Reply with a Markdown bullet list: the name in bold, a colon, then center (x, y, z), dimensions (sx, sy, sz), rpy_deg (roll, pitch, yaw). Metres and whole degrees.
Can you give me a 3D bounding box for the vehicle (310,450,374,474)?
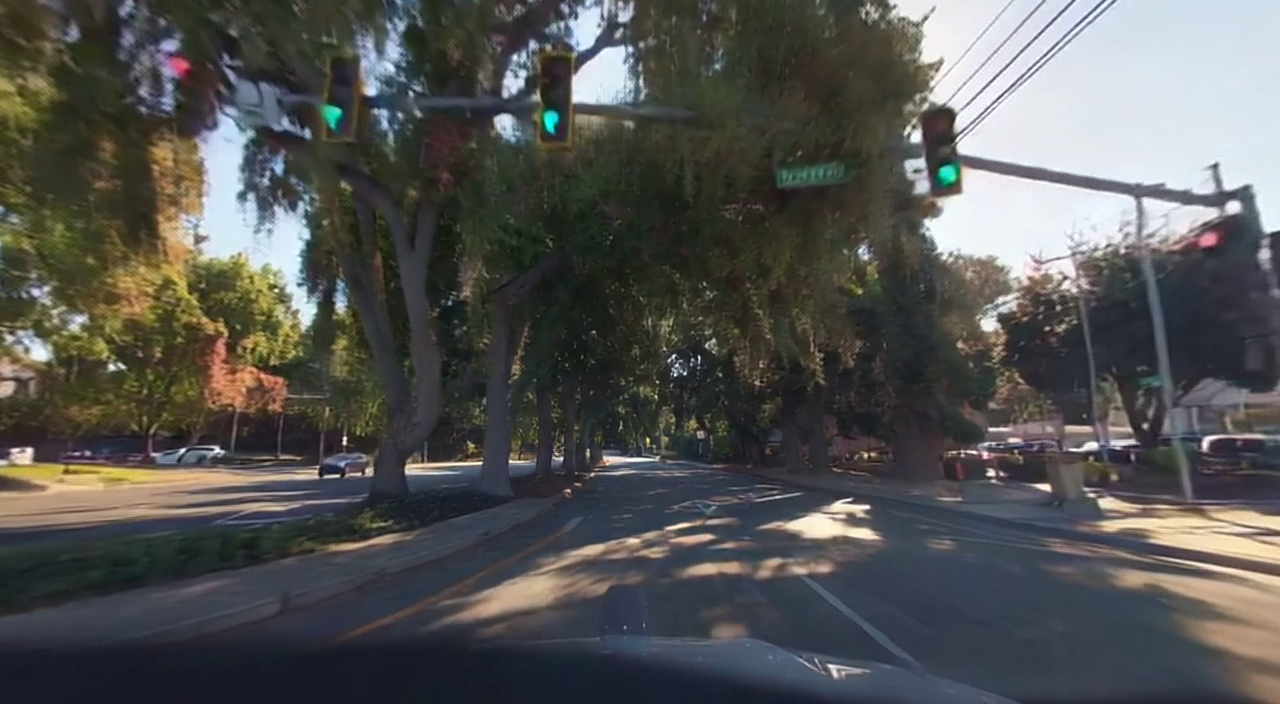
- **vehicle**: center (-20.031, 7.406, 42.633), dimensions (2.099, 1.504, 4.721), rpy_deg (0, -9, -1)
